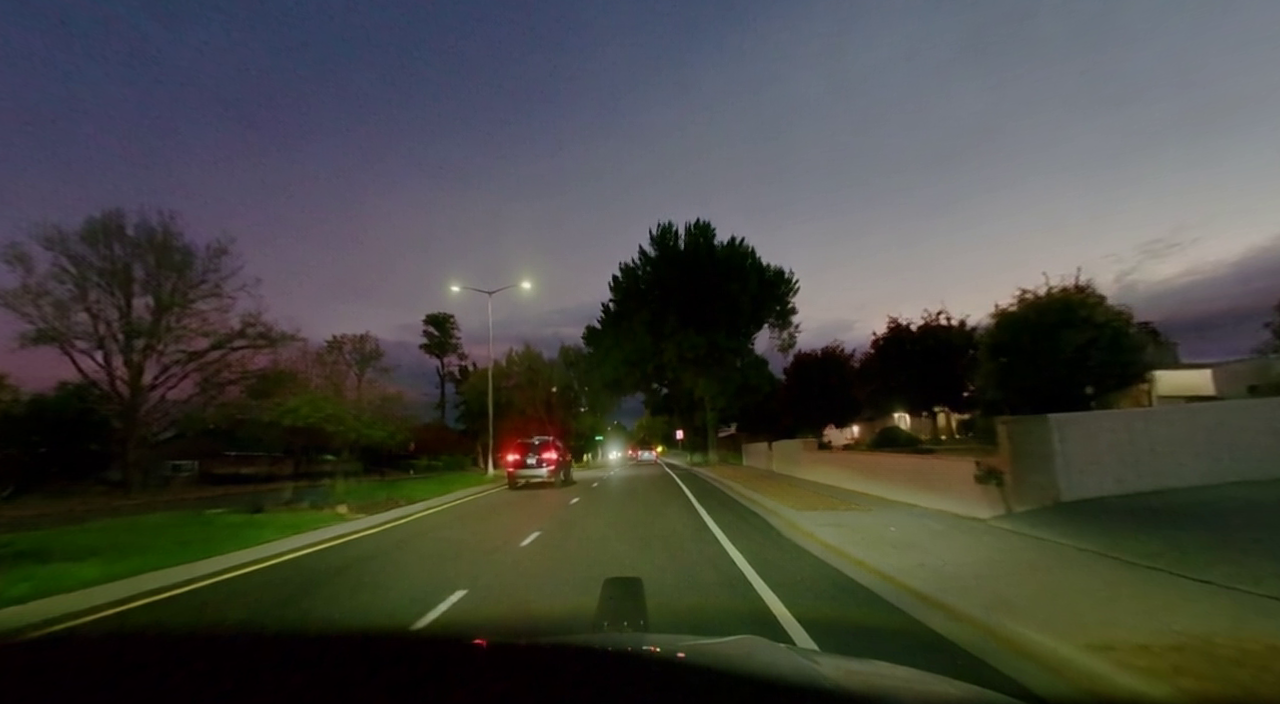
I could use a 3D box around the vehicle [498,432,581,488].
[{"bbox_3d":[-3.396,3.736,22.158,2.073,1.770,4.302,0,-8,2],"label":"vehicle"}]
